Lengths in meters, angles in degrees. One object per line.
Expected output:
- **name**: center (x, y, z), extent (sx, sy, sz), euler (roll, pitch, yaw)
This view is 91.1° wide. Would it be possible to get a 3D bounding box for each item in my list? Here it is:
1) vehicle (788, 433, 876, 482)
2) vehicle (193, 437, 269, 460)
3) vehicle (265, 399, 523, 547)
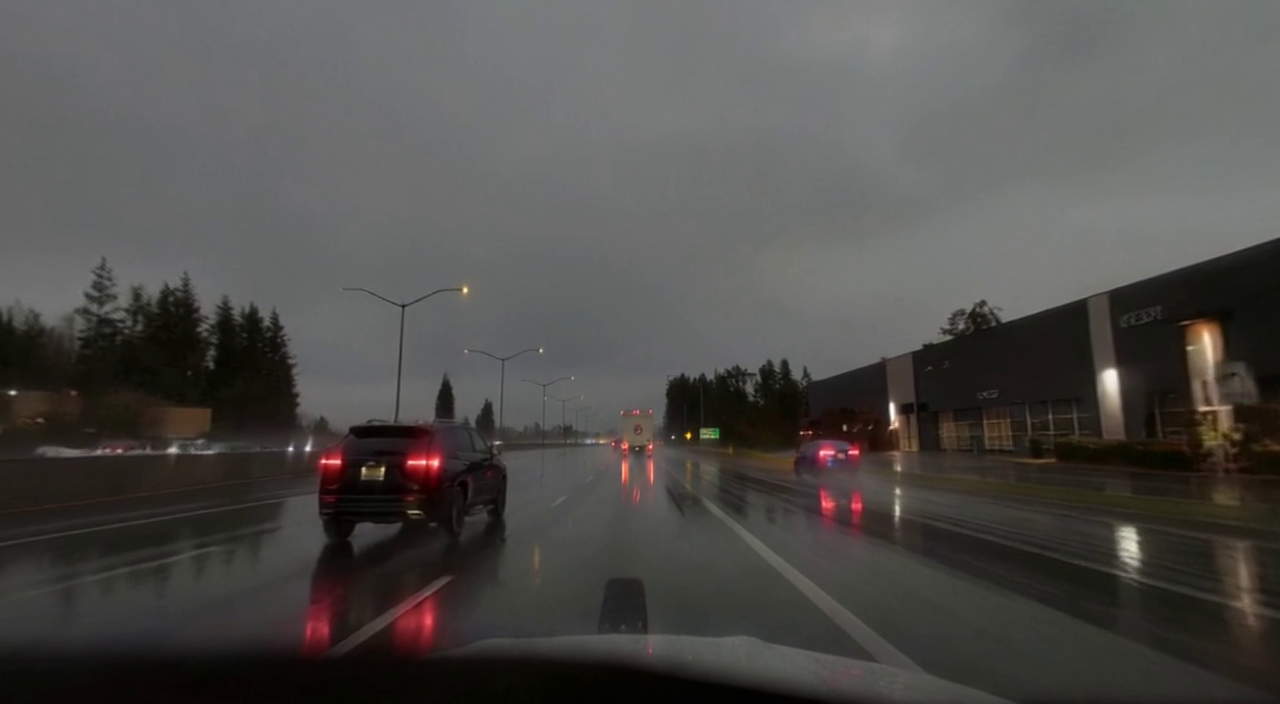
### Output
- **vehicle**: center (7.228, 4.023, 24.130), extent (1.958, 1.681, 4.109), euler (0, -9, -2)
- **vehicle**: center (-29.074, 6.882, 44.855), extent (2.159, 1.556, 4.729), euler (0, -9, 1)
- **vehicle**: center (-3.509, 1.872, 10.313), extent (2.178, 1.826, 4.933), euler (0, -9, 1)
